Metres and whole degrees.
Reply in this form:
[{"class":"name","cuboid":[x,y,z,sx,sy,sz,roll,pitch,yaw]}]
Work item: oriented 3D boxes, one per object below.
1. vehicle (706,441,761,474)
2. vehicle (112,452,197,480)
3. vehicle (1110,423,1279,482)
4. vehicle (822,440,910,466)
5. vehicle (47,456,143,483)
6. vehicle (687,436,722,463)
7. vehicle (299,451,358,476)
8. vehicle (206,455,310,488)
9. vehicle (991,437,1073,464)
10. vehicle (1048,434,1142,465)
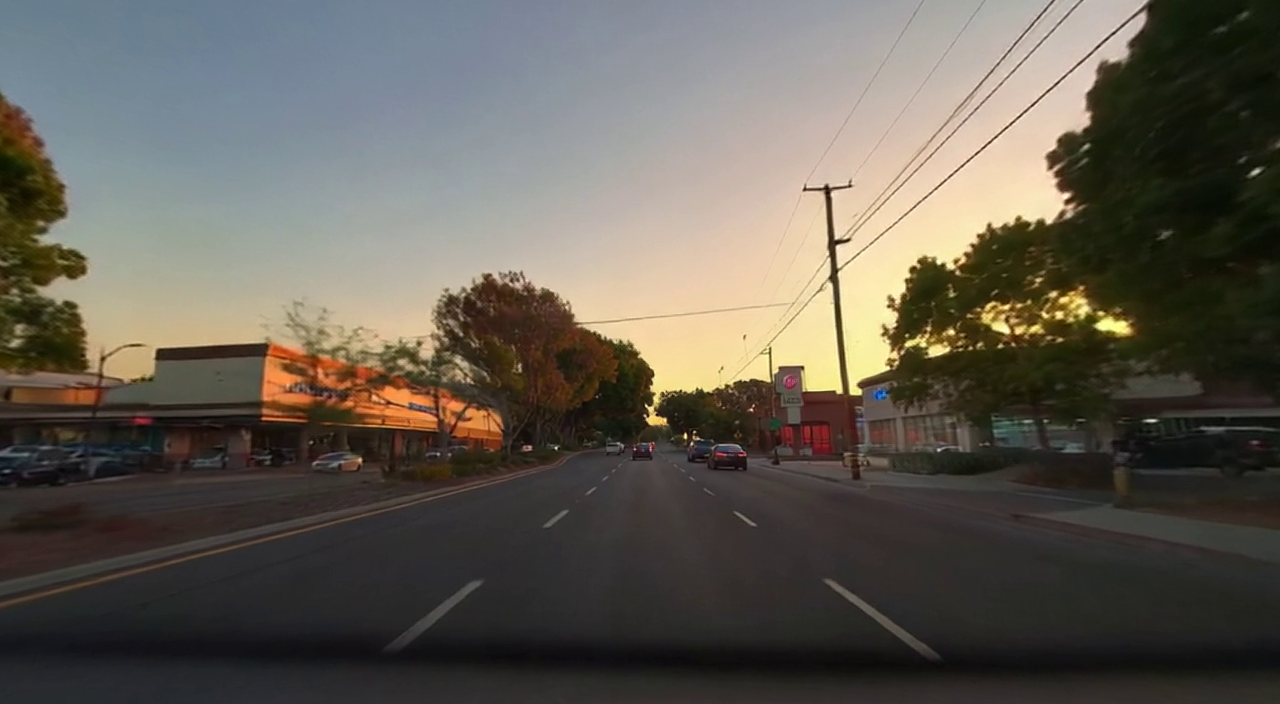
[{"class":"vehicle","cuboid":[4.427,5.082,30.545,1.916,1.459,4.335,0,-9,-1]},{"class":"vehicle","cuboid":[-31.082,7.283,40.555,1.904,1.639,4.317,0,-9,2]},{"class":"vehicle","cuboid":[21.175,3.807,24.033,2.124,1.920,5.946,0,-9,3]},{"class":"vehicle","cuboid":[14.657,6.563,41.088,4.909,1.463,1.924,-2,-9,1]},{"class":"vehicle","cuboid":[-34.173,7.339,39.742,1.941,1.492,4.706,-2,-9,-1]},{"class":"vehicle","cuboid":[4.907,7.529,48.737,2.140,1.921,4.431,0,-9,-1]},{"class":"vehicle","cuboid":[-22.016,7.869,44.733,1.997,1.637,4.386,-1,-9,-1]},{"class":"vehicle","cuboid":[-19.742,6.180,32.847,1.822,1.479,4.692,-2,-9,12]},{"class":"vehicle","cuboid":[26.809,6.755,43.215,4.147,1.545,2.108,-3,-9,-4]},{"class":"vehicle","cuboid":[27.371,5.890,37.997,4.107,1.633,1.974,-2,-8,-5]}]
